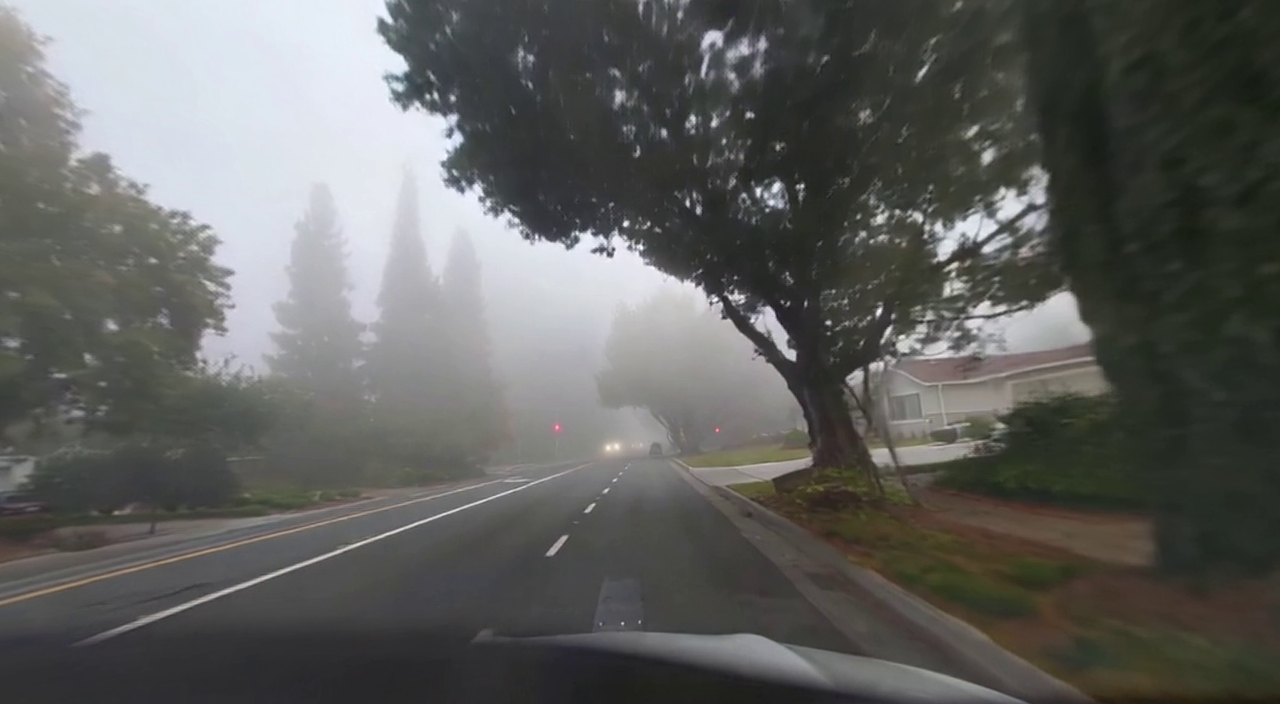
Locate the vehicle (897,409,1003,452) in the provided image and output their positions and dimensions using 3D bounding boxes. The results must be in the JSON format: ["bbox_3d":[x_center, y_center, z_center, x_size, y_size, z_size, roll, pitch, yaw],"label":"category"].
[{"bbox_3d":[14.491,3.681,29.520,3.917,1.454,1.725,-7,-7,0],"label":"vehicle"}]
